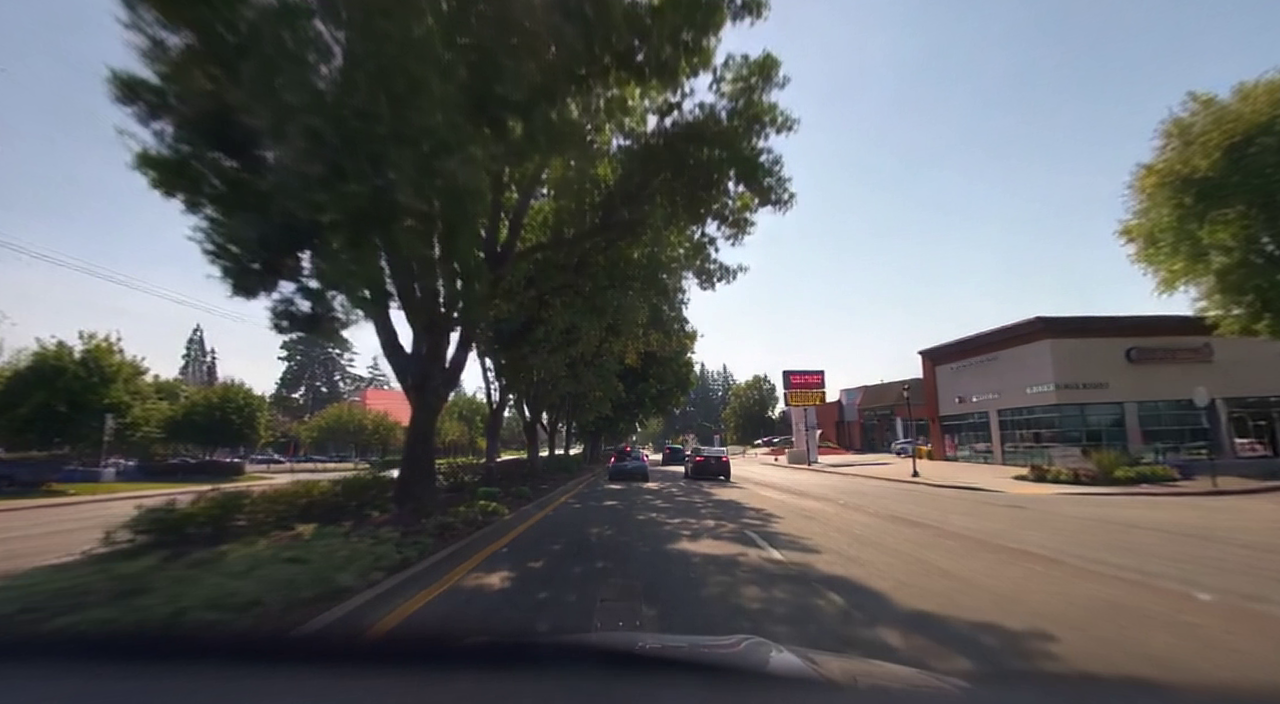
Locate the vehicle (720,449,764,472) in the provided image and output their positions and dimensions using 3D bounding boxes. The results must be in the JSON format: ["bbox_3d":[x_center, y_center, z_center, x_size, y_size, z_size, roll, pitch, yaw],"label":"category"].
[{"bbox_3d":[6.531,6.976,40.969,2.068,1.393,3.874,0,-8,-3],"label":"vehicle"}]

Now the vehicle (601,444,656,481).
[{"bbox_3d":[-0.535,4.853,28.018,2.242,1.474,4.127,0,-8,-2],"label":"vehicle"}]

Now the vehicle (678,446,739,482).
[{"bbox_3d":[2.983,5.008,28.584,2.057,1.491,4.675,0,-8,-2],"label":"vehicle"}]
